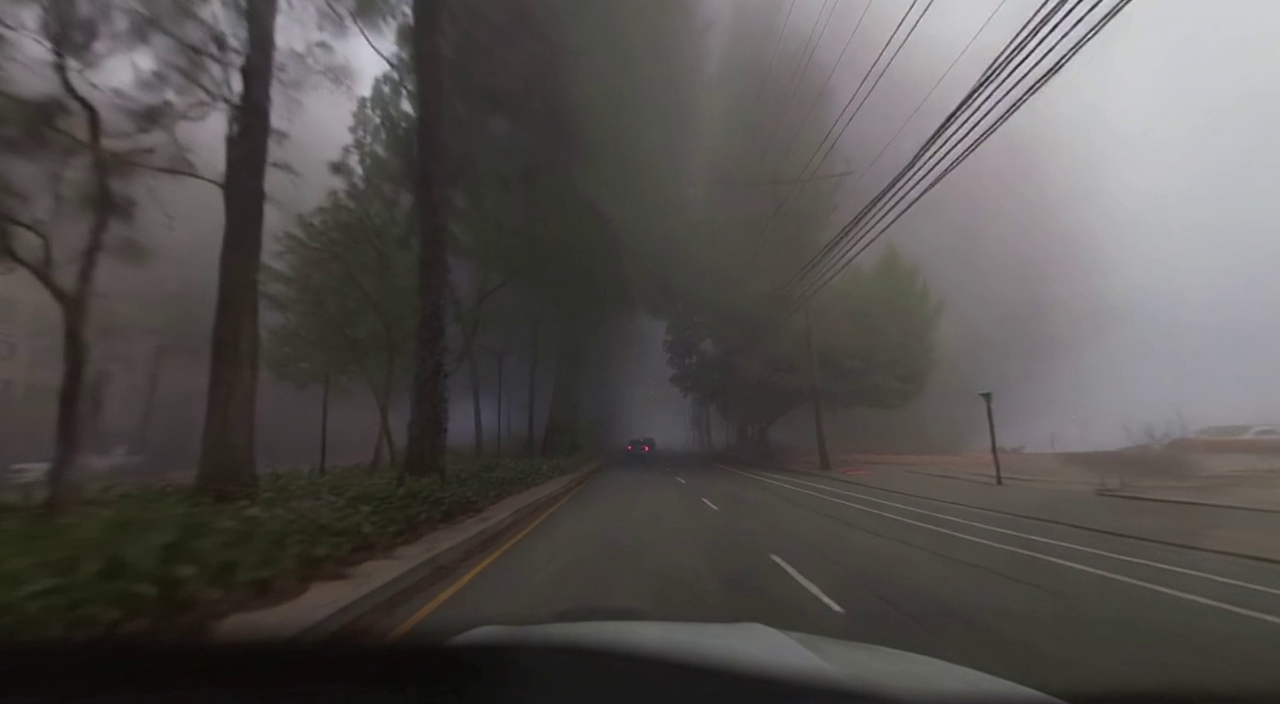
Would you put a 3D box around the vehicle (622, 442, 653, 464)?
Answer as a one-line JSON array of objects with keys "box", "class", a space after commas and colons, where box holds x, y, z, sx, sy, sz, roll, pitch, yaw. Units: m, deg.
[{"box": [-0.200, 7.141, 44.743, 2.109, 1.501, 4.042, 0, -9, -1], "class": "vehicle"}]
